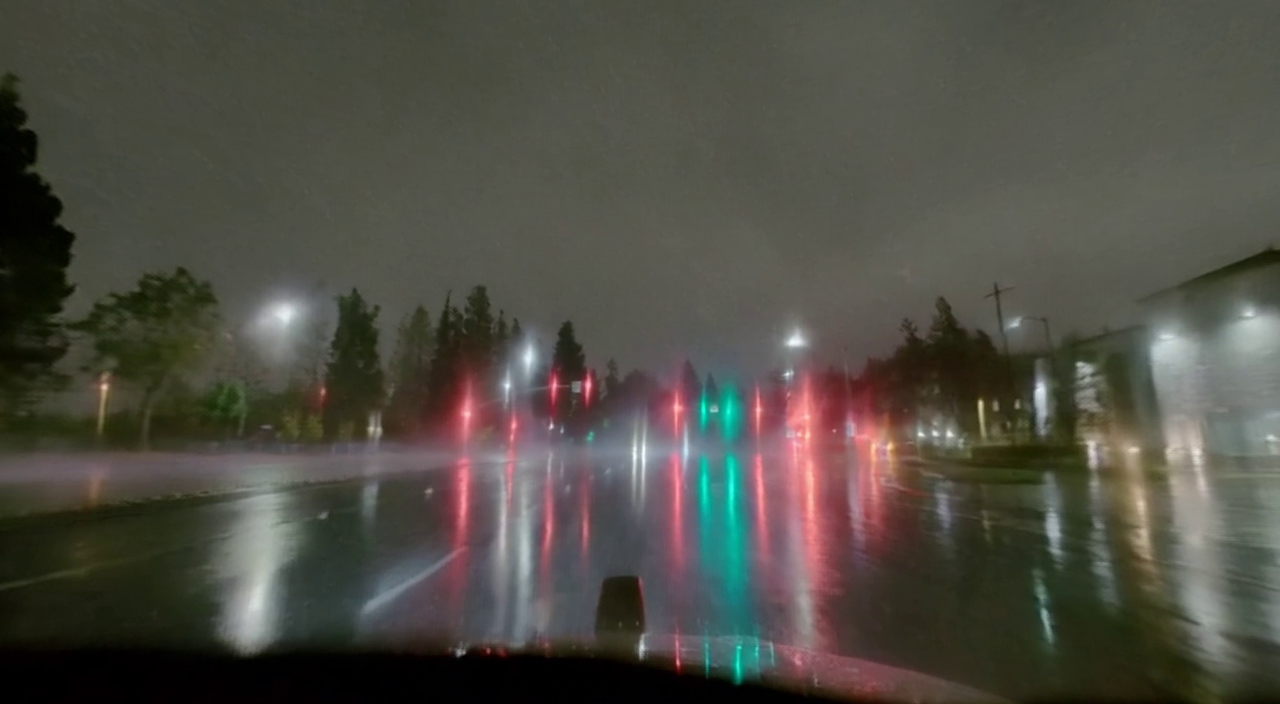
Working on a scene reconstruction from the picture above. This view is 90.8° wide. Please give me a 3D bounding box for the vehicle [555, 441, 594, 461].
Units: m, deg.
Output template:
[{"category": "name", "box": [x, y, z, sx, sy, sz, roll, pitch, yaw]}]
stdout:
[{"category": "vehicle", "box": [-4.957, 7.588, 48.561, 1.893, 1.503, 4.309, -1, -8, 9]}]
